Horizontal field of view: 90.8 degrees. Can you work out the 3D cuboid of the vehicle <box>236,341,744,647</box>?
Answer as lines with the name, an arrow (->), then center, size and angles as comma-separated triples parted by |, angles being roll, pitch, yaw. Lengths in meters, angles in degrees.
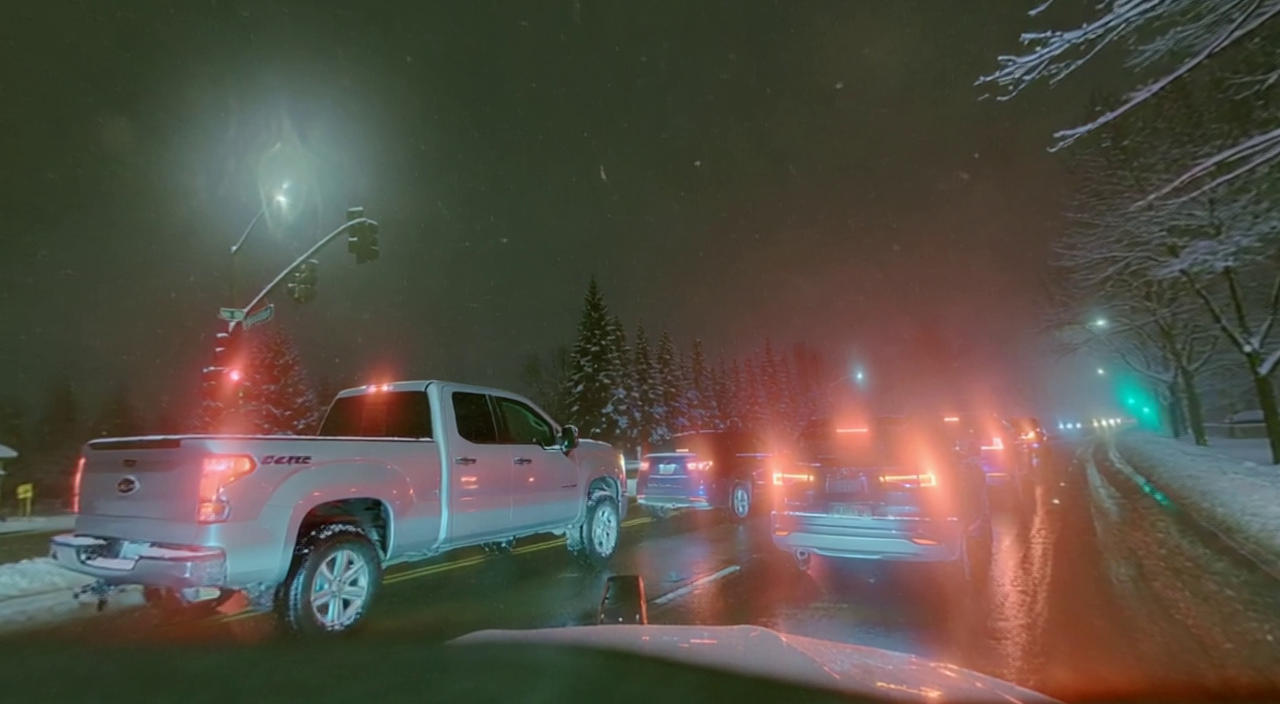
vehicle -> -0.872, 1.399, 7.476 | 2.272, 2.016, 6.146 | -5, -10, 27

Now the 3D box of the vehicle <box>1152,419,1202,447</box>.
vehicle -> 35.783, 5.471, 42.169 | 2.183, 1.714, 4.491 | -6, -11, 37

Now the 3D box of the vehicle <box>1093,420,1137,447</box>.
vehicle -> 32.815, 5.673, 43.705 | 2.160, 1.790, 4.303 | -6, -10, 35

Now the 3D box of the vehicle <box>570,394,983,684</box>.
vehicle -> 1.715, 1.376, 5.991 | 2.027, 1.549, 4.801 | -6, -10, 35

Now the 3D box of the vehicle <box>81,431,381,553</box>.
vehicle -> -8.362, 2.784, 13.458 | 2.174, 2.057, 4.738 | -6, -10, 33
